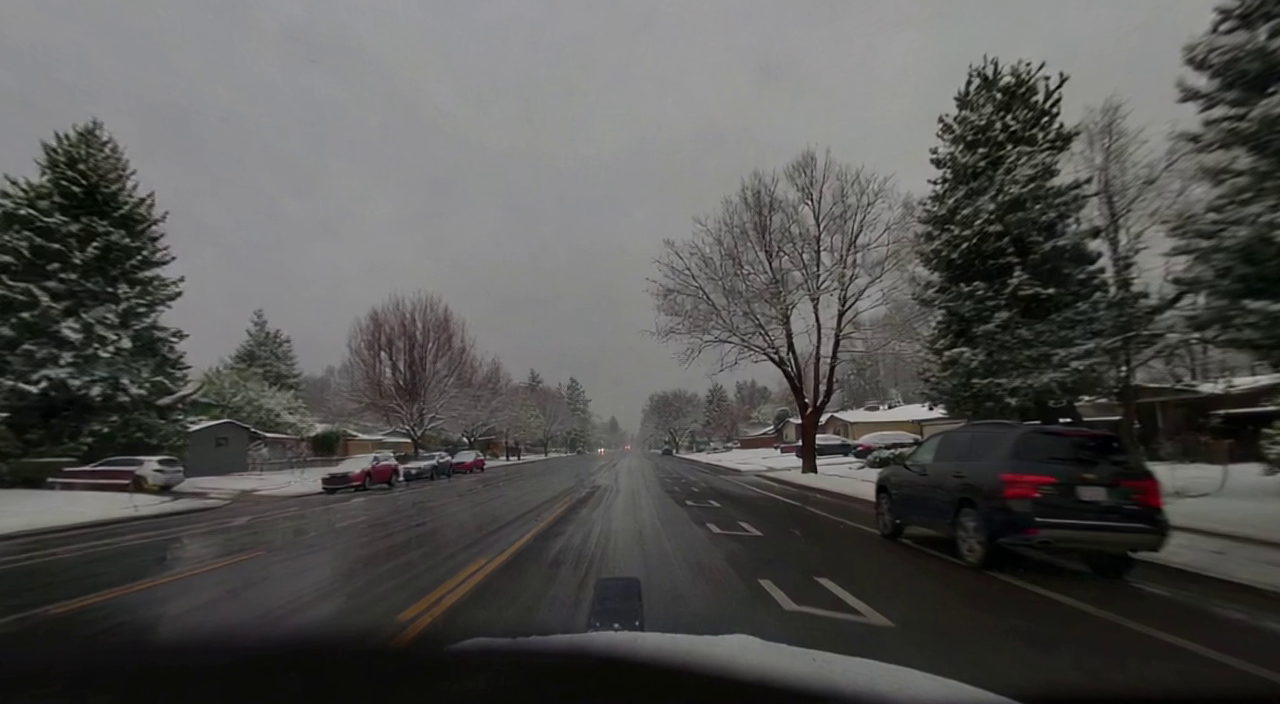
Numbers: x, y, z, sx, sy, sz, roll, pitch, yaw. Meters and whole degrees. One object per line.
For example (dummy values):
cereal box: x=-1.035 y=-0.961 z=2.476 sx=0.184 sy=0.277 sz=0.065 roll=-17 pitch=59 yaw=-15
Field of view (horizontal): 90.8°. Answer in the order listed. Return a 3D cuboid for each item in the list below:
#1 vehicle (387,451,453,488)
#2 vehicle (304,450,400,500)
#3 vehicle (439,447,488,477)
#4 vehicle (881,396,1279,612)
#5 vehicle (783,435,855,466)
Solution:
vehicle: x=-12.212 y=6.528 z=35.436 sx=2.007 sy=1.663 sz=5.077 roll=-2 pitch=-7 yaw=-1
vehicle: x=-12.258 y=5.210 z=27.311 sx=1.962 sy=1.735 sz=4.927 roll=-2 pitch=-7 yaw=-1
vehicle: x=-12.399 y=7.736 z=44.703 sx=2.105 sy=1.930 sz=4.541 roll=0 pitch=-8 yaw=0
vehicle: x=4.914 y=1.651 z=7.809 sx=2.058 sy=1.867 sz=4.448 roll=0 pitch=-8 yaw=0
vehicle: x=12.073 y=6.648 z=42.817 sx=4.194 sy=1.850 sz=1.951 roll=-2 pitch=-7 yaw=-4
